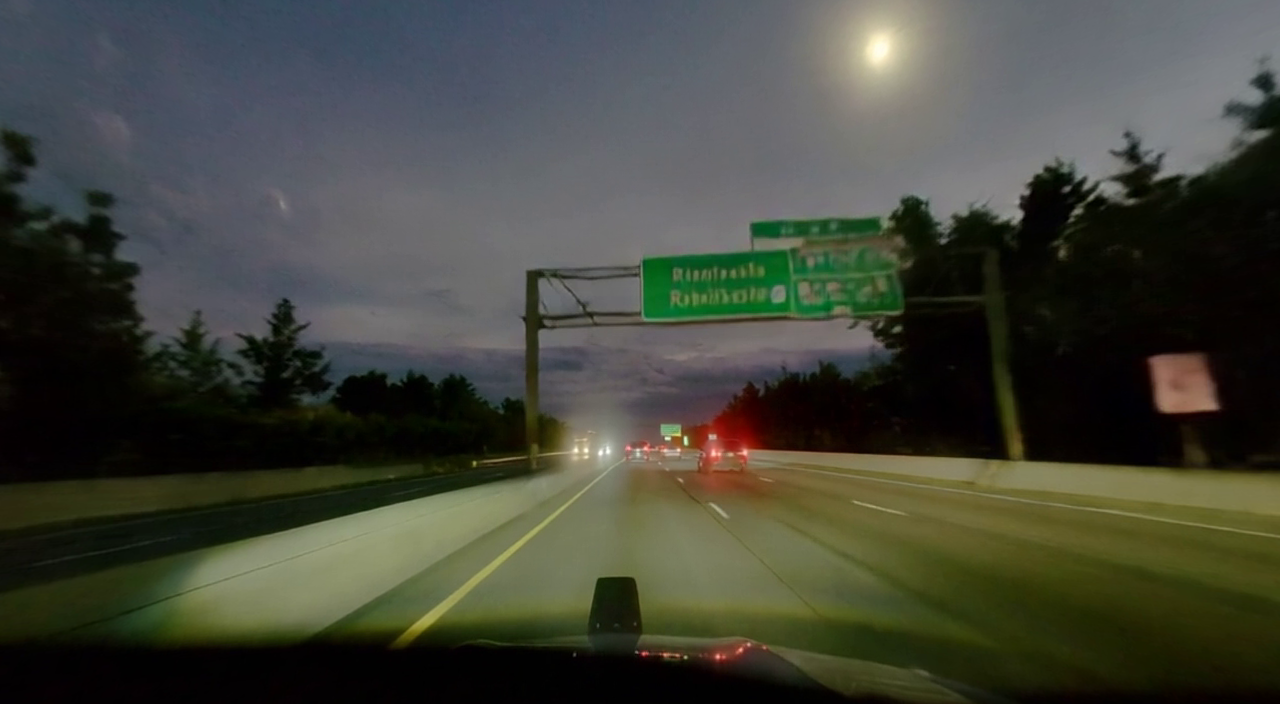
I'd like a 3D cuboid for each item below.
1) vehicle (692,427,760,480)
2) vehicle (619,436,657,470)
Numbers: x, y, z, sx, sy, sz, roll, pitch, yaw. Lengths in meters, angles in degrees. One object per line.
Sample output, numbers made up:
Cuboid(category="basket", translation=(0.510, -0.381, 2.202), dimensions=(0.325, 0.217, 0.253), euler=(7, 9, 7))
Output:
Cuboid(category="vehicle", translation=(3.425, 4.172, 25.938), dimensions=(1.981, 1.984, 4.623), euler=(0, -9, -2))
Cuboid(category="vehicle", translation=(-0.149, 6.157, 38.266), dimensions=(2.192, 1.912, 4.524), euler=(0, -9, -1))
